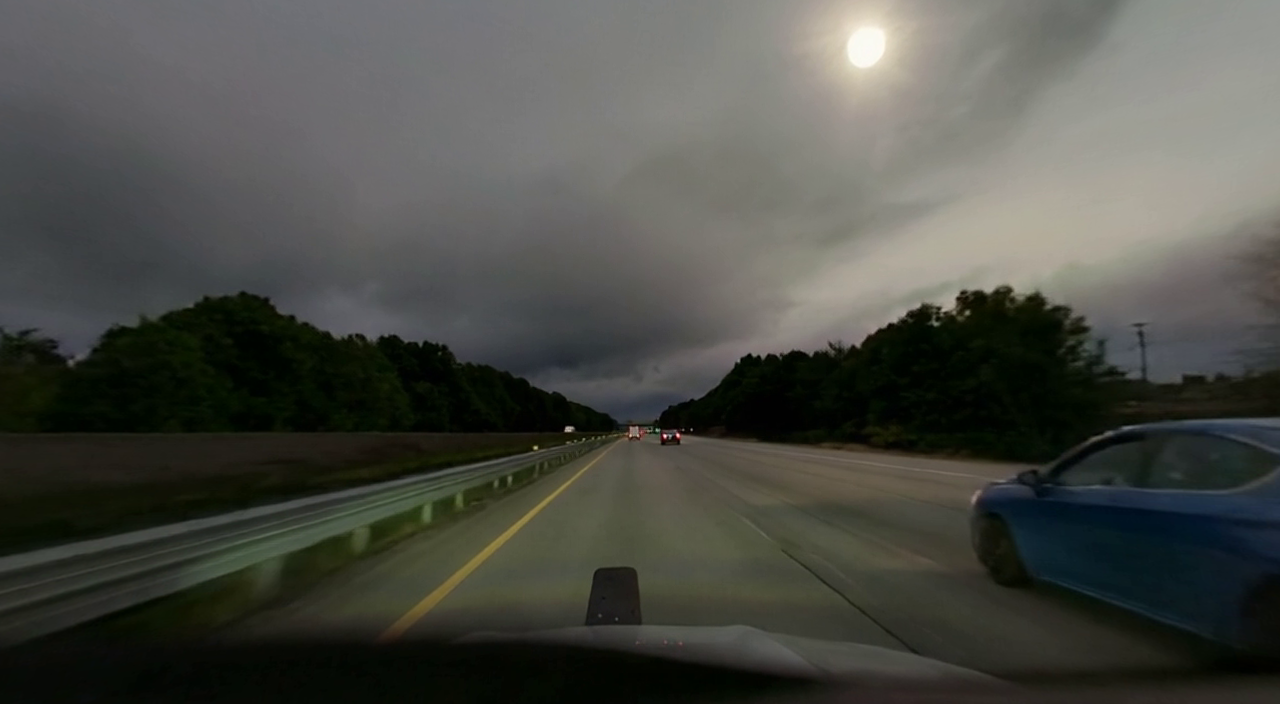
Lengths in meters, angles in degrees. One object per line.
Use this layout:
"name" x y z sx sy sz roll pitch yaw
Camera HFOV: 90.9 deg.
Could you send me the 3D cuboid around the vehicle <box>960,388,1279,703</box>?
"vehicle" 3.681 0.945 2.940 2.017 1.502 4.369 0 -8 -1
